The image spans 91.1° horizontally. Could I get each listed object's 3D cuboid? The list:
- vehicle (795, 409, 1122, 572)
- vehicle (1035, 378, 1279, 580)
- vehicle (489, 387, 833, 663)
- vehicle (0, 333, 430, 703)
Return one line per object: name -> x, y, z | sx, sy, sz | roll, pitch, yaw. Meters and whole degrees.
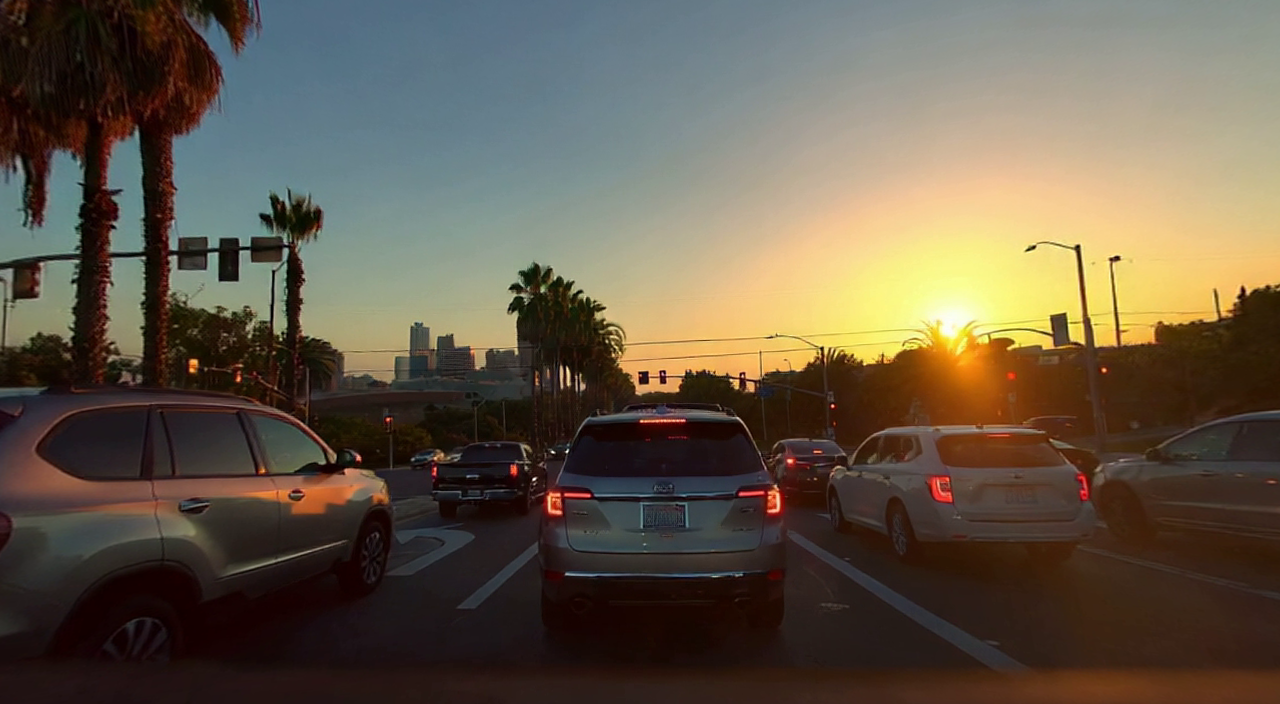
vehicle -> 4.010, 1.850, 9.273 | 2.072, 1.704, 5.170 | 0, -9, -1
vehicle -> 7.325, 1.343, 6.842 | 2.337, 1.925, 5.728 | 0, -8, 1
vehicle -> 0.164, 1.376, 6.036 | 2.123, 1.704, 4.128 | 0, -9, 1
vehicle -> -3.163, 1.080, 3.915 | 2.171, 1.702, 4.416 | 0, -9, 0
